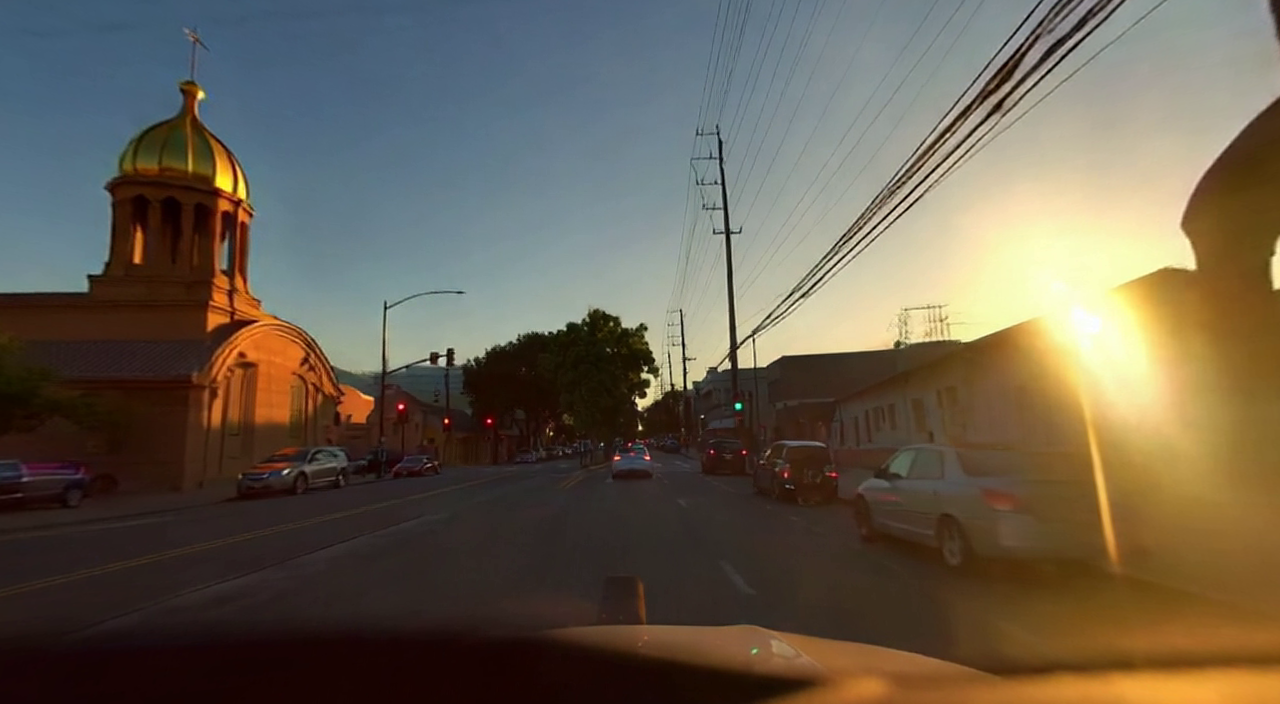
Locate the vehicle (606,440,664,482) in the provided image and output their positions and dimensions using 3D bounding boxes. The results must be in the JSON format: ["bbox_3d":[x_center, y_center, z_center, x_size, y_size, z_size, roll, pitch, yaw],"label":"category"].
[{"bbox_3d":[-0.215,4.134,24.336,2.049,1.453,4.299,0,-8,-1],"label":"vehicle"}]

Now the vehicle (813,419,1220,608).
[{"bbox_3d":[3.783,1.686,7.598,1.944,1.530,4.539,2,-8,-3],"label":"vehicle"}]

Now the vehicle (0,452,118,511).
[{"bbox_3d":[-18.246,3.790,18.268,4.564,1.503,2.081,-4,-9,2],"label":"vehicle"}]

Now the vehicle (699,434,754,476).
[{"bbox_3d":[3.914,4.752,29.359,2.015,1.780,4.261,0,-8,1],"label":"vehicle"}]

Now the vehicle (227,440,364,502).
[{"bbox_3d":[-12.175,4.191,22.845,2.071,1.814,5.185,-5,-8,0],"label":"vehicle"}]

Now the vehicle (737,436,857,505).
[{"bbox_3d":[3.883,2.981,16.356,2.003,1.524,3.868,0,-8,-2],"label":"vehicle"}]

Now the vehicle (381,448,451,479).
[{"bbox_3d":[-11.970,5.980,34.143,1.980,1.502,4.655,0,-8,1],"label":"vehicle"}]
